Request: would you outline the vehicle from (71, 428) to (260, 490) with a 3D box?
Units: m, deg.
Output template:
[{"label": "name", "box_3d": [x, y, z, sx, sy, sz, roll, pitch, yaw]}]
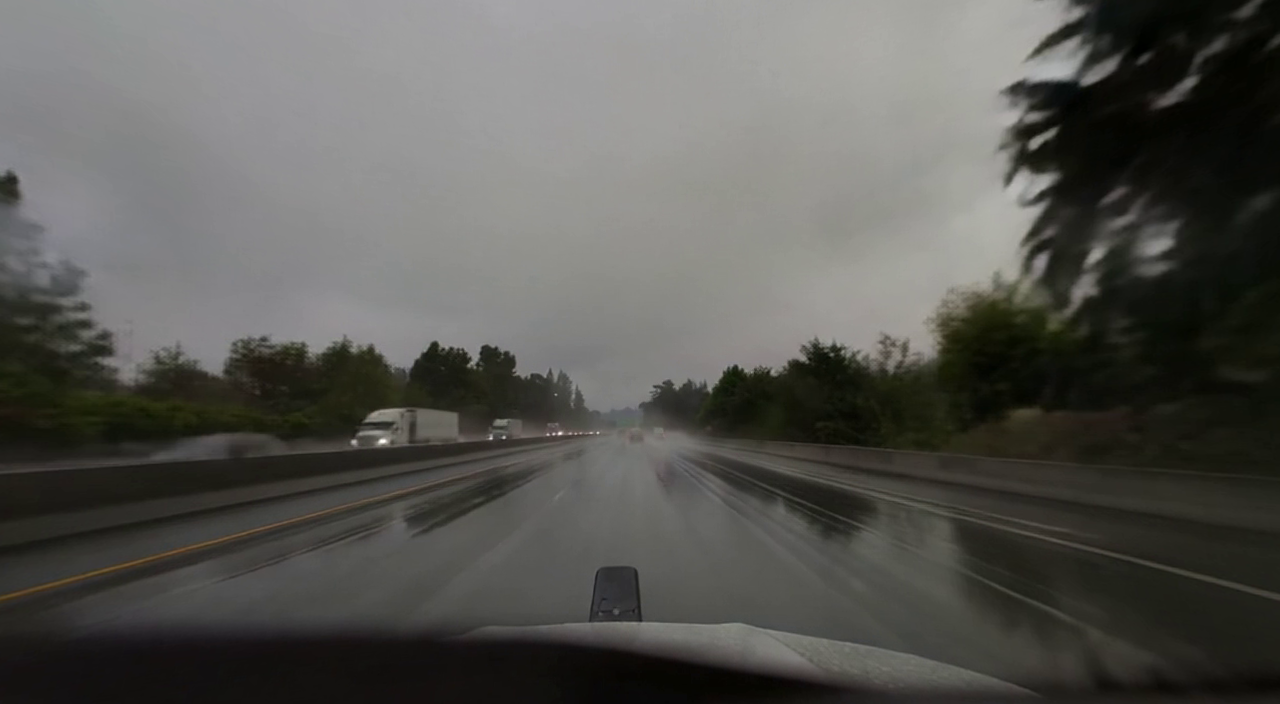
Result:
[{"label": "vehicle", "box_3d": [-12.833, 2.880, 17.444, 1.871, 1.479, 4.391, 0, -8, -1]}]
